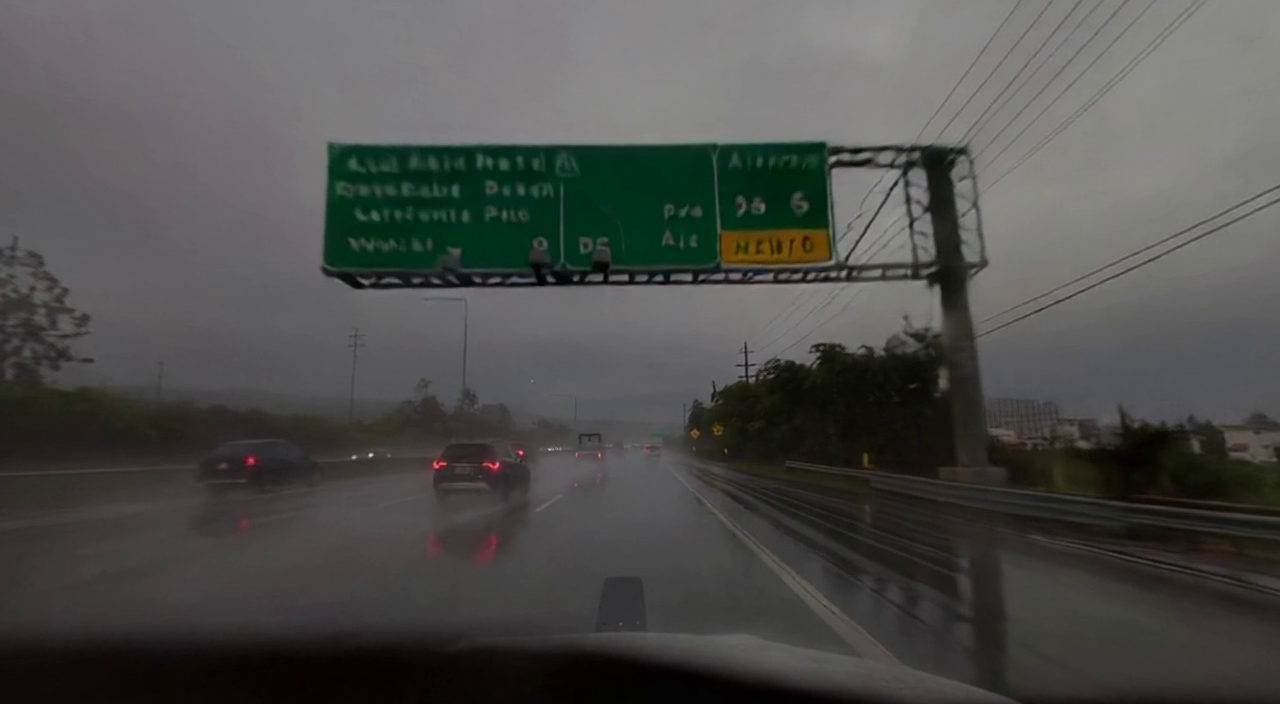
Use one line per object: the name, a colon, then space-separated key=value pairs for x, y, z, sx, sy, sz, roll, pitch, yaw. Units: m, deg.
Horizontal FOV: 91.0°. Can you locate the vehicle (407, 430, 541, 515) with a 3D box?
vehicle: x=-3.674 y=2.750 z=14.801 sx=1.976 sy=1.688 sz=4.124 roll=0 pitch=-9 yaw=1

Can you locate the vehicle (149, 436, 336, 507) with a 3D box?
vehicle: x=-11.015 y=3.328 z=18.049 sx=2.097 sy=1.722 sz=4.981 roll=0 pitch=-9 yaw=0

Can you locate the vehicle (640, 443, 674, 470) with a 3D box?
vehicle: x=1.106 y=6.752 z=40.833 sx=2.038 sy=1.677 sz=4.219 roll=0 pitch=-9 yaw=2
